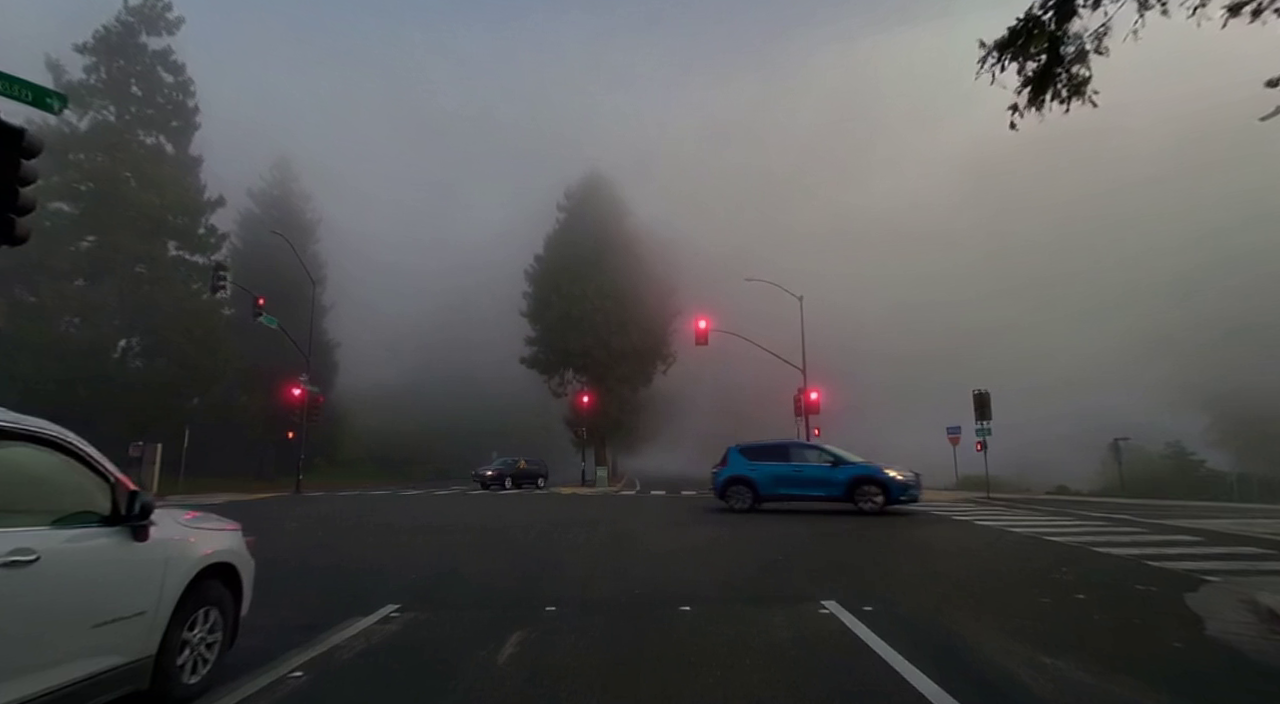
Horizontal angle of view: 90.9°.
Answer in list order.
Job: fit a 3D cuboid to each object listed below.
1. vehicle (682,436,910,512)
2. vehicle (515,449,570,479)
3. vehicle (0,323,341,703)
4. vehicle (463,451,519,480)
[{"bbox_3d":[3.163,2.584,13.540,4.404,1.486,1.841,0,-8,0],"label":"vehicle"},{"bbox_3d":[-5.252,6.083,34.510,2.107,1.456,4.728,0,-8,2],"label":"vehicle"},{"bbox_3d":[-3.446,0.814,2.474,2.242,1.761,4.505,0,-8,1],"label":"vehicle"},{"bbox_3d":[-8.064,6.170,34.448,1.960,1.433,4.213,0,-8,1],"label":"vehicle"}]
